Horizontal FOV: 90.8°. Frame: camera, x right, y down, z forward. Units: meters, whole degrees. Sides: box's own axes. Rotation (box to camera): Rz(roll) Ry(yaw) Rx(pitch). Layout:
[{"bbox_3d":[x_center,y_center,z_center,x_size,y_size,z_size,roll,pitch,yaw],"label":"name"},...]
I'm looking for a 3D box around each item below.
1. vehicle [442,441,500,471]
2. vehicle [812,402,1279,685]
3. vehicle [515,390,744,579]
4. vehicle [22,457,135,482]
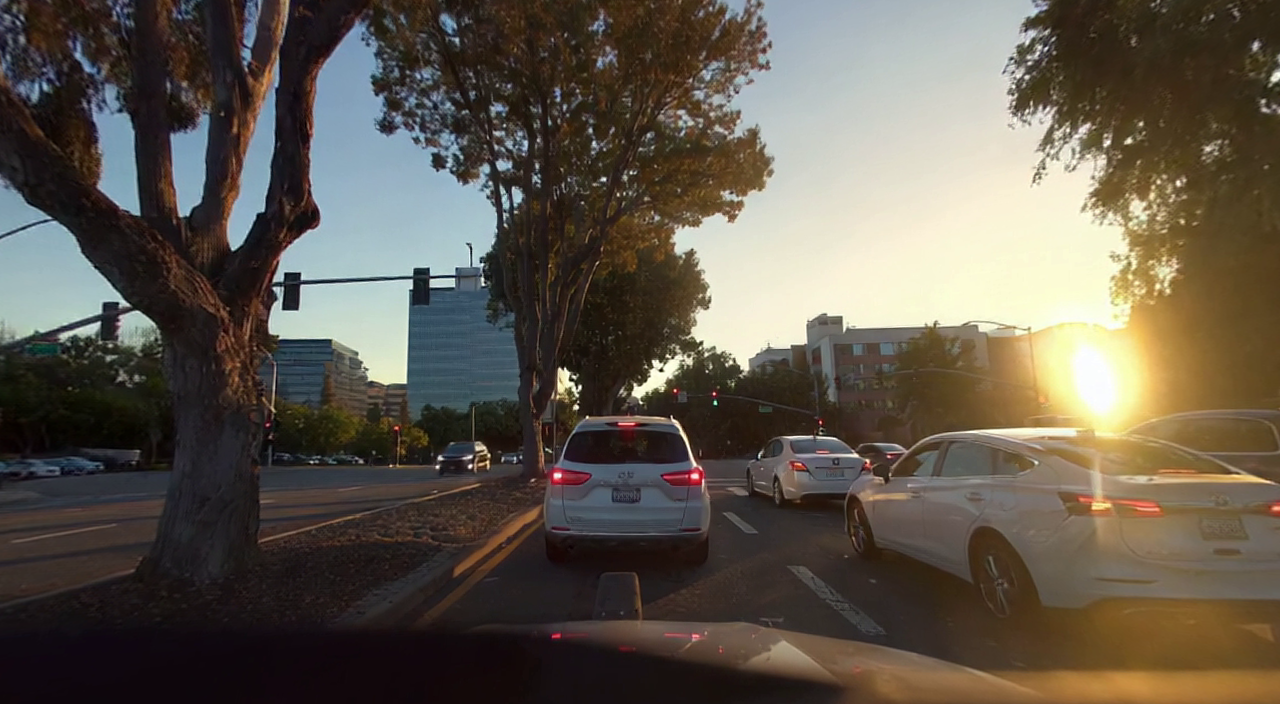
[{"bbox_3d":[-11.126,6.885,42.111,2.204,1.848,6.047,0,-9,0],"label":"vehicle"},{"bbox_3d":[3.367,1.421,5.974,2.034,1.558,4.774,0,-9,-1],"label":"vehicle"},{"bbox_3d":[-0.213,1.617,8.433,2.236,1.827,4.316,1,-9,-3],"label":"vehicle"},{"bbox_3d":[-35.078,7.341,39.602,4.845,1.442,1.880,2,-9,-12],"label":"vehicle"}]
